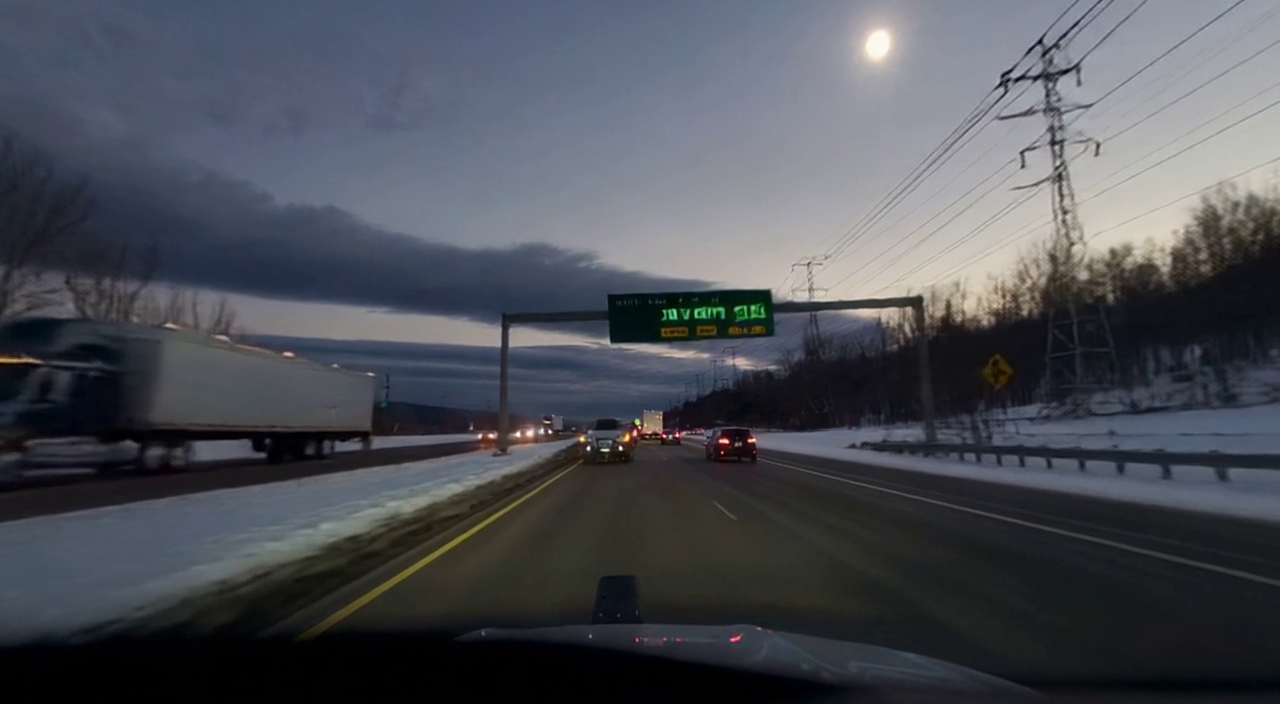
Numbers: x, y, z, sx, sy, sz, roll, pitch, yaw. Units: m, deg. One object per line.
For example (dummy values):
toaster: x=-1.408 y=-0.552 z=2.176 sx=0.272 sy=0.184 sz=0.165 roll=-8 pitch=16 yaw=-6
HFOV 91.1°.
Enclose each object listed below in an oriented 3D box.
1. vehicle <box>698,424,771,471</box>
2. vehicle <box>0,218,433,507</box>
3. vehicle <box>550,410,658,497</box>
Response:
vehicle: x=3.431 y=3.539 z=23.550 sx=2.062 sy=1.581 sz=3.914 roll=0 pitch=-8 yaw=-1
vehicle: x=-8.929 y=1.019 z=15.713 sx=2.975 sy=4.091 sz=13.887 roll=0 pitch=-8 yaw=-1
vehicle: x=-0.740 y=2.276 z=14.521 sx=2.134 sy=1.710 sz=4.049 roll=0 pitch=-7 yaw=-1
